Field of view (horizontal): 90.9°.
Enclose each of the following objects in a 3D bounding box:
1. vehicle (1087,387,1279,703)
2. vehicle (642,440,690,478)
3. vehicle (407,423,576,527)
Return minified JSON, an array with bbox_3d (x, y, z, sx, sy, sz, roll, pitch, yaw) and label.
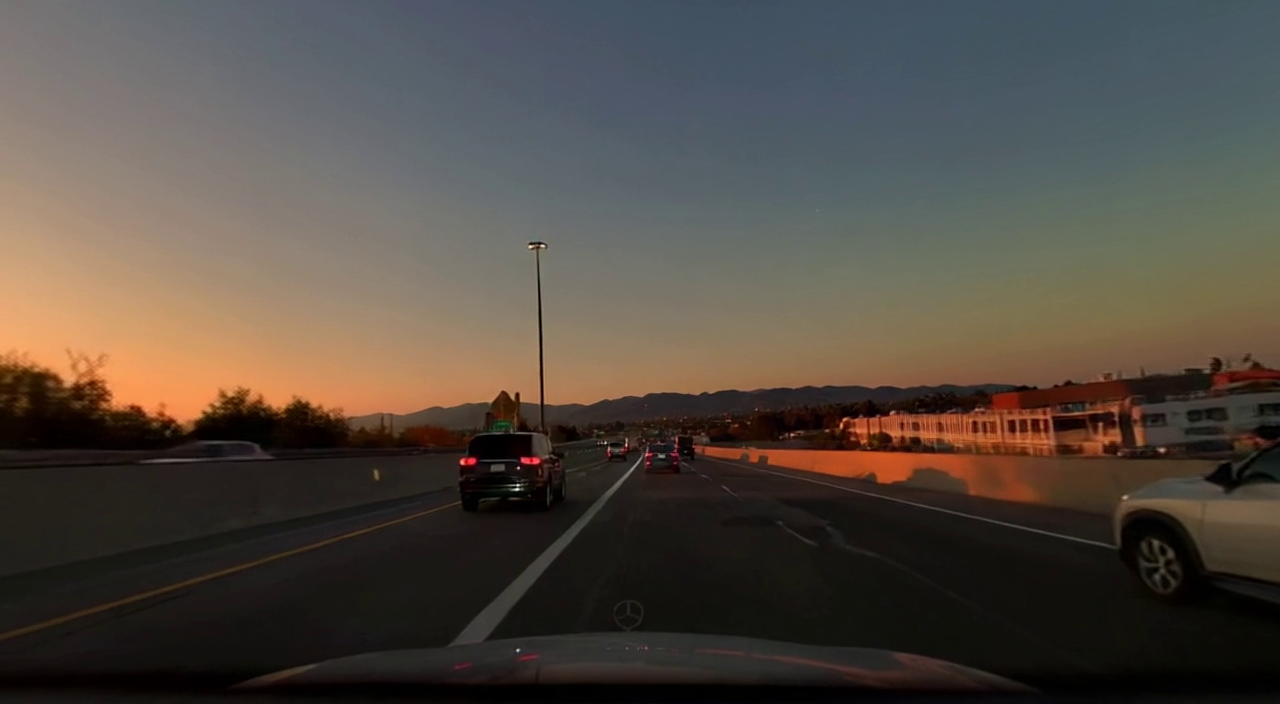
[{"bbox_3d":[4.181,0.822,2.126,2.027,1.588,4.611,0,-8,1],"label":"vehicle"},{"bbox_3d":[1.121,4.814,28.676,2.000,1.558,3.945,0,-8,0],"label":"vehicle"},{"bbox_3d":[-2.788,2.450,13.177,2.239,1.761,4.620,-1,-8,2],"label":"vehicle"}]
